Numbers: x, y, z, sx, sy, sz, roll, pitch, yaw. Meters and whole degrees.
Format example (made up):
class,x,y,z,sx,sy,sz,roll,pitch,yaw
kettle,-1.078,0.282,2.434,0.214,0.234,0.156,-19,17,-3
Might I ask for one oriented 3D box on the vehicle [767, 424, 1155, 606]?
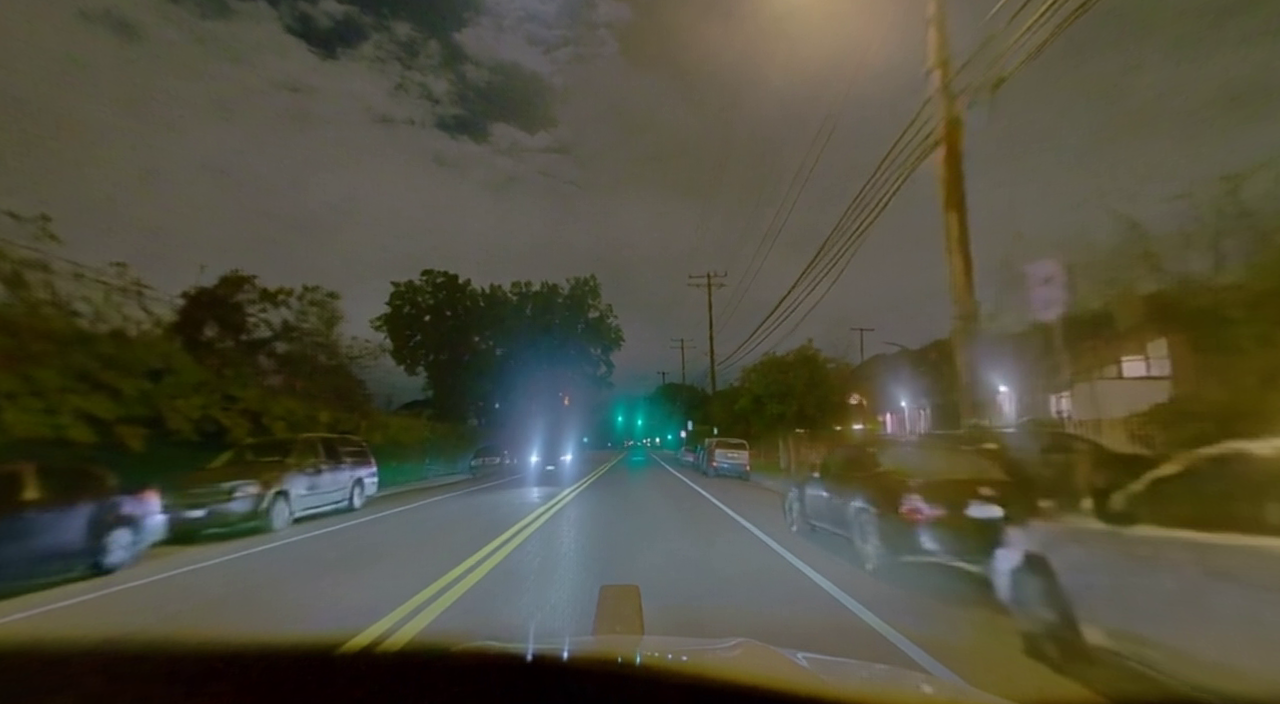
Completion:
class,x,y,z,sx,sy,sz,roll,pitch,yaw
vehicle,3.179,1.715,7.780,2.129,1.490,4.937,0,-8,-1

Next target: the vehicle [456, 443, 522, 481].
class,x,y,z,sx,sy,sz,roll,pitch,yaw
vehicle,-6.907,5.060,29.396,1.843,1.589,4.416,0,-9,1

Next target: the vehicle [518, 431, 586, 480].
class,x,y,z,sx,sy,sz,roll,pitch,yaw
vehicle,-3.611,4.361,26.852,2.210,1.838,4.854,0,-8,0

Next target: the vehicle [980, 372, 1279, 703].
class,x,y,z,sx,sy,sz,roll,pitch,yaw
vehicle,3.228,0.857,2.091,1.826,1.614,4.241,0,-8,0

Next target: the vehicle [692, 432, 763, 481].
class,x,y,z,sx,sy,sz,roll,pitch,yaw
vehicle,3.352,4.116,25.148,2.031,1.762,4.749,0,-8,-2

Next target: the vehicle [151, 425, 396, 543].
class,x,y,z,sx,sy,sz,roll,pitch,yaw
vehicle,-6.711,2.390,12.382,2.014,1.817,4.639,-1,-7,0

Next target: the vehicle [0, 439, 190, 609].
class,x,y,z,sx,sy,sz,roll,pitch,yaw
vehicle,-6.663,1.585,5.847,1.866,1.487,4.416,-1,-8,-2
